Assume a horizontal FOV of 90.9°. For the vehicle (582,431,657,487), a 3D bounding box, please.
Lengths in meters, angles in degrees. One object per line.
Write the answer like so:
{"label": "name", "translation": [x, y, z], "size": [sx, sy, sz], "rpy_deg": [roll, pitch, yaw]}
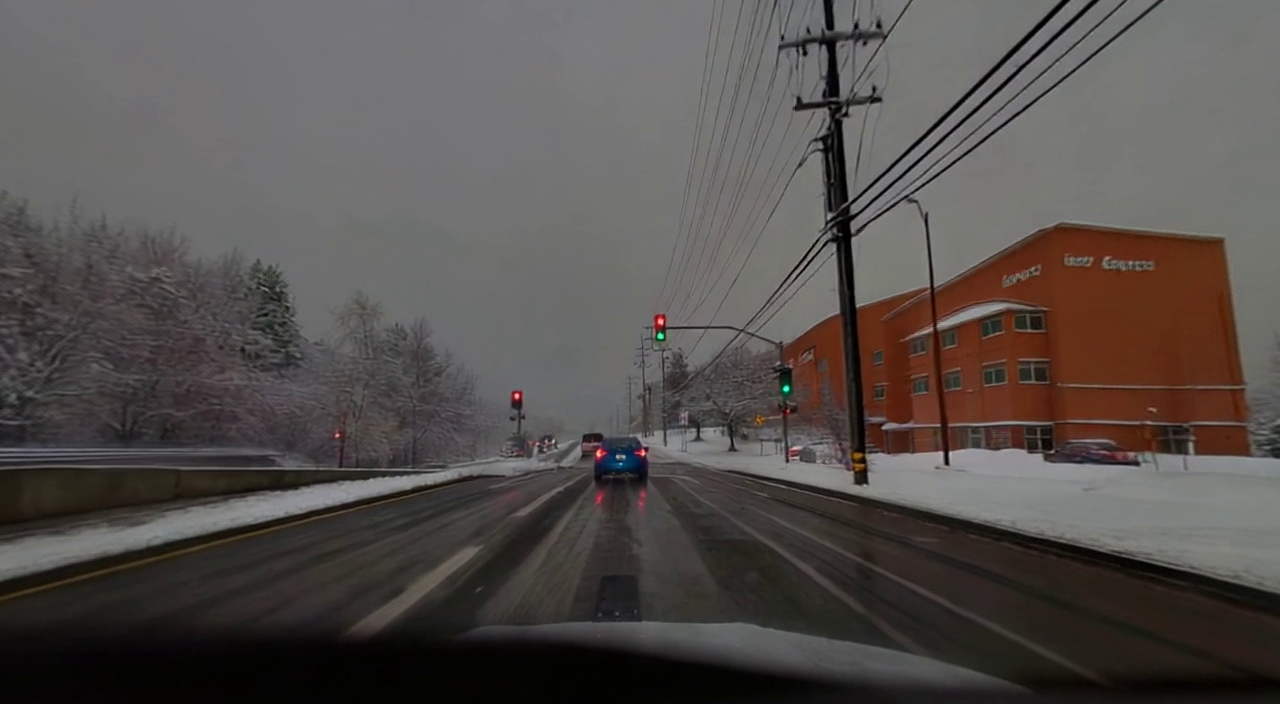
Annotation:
{"label": "vehicle", "translation": [-0.619, 3.285, 19.721], "size": [2.123, 1.566, 3.662], "rpy_deg": [0, -8, -1]}
